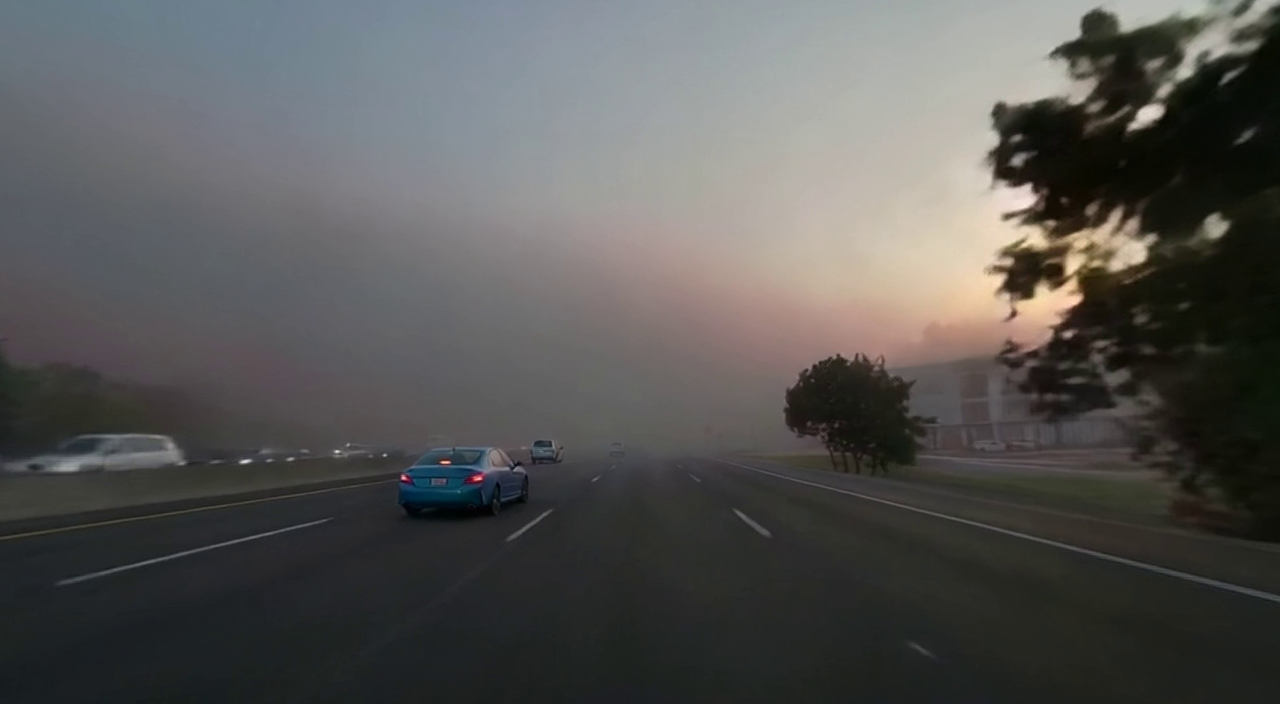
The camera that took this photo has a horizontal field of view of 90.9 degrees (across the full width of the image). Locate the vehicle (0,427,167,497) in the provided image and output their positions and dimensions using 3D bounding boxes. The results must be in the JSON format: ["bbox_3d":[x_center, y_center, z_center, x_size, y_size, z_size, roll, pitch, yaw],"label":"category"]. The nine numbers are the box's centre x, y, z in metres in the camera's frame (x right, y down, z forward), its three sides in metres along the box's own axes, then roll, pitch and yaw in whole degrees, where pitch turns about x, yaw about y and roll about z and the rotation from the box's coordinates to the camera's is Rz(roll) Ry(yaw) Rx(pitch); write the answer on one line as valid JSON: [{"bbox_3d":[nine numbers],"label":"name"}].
[{"bbox_3d":[-17.090,3.206,18.759,2.108,1.795,4.913,0,-8,1],"label":"vehicle"}]

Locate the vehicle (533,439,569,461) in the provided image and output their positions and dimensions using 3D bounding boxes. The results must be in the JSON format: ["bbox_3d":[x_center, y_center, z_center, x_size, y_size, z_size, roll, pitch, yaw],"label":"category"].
[{"bbox_3d":[-6.907,7.679,49.476,2.118,1.675,4.395,0,-8,1],"label":"vehicle"}]

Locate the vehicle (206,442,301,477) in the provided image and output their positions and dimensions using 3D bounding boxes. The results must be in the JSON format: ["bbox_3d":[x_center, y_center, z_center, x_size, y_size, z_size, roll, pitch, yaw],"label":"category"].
[{"bbox_3d":[-21.286,5.894,34.992,2.057,1.785,4.964,0,-8,1],"label":"vehicle"}]

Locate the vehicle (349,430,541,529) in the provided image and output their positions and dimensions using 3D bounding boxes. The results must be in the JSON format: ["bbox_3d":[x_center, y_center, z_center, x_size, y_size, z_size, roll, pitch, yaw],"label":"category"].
[{"bbox_3d":[-3.519,2.411,12.613,2.144,1.565,4.951,0,-8,2],"label":"vehicle"}]
